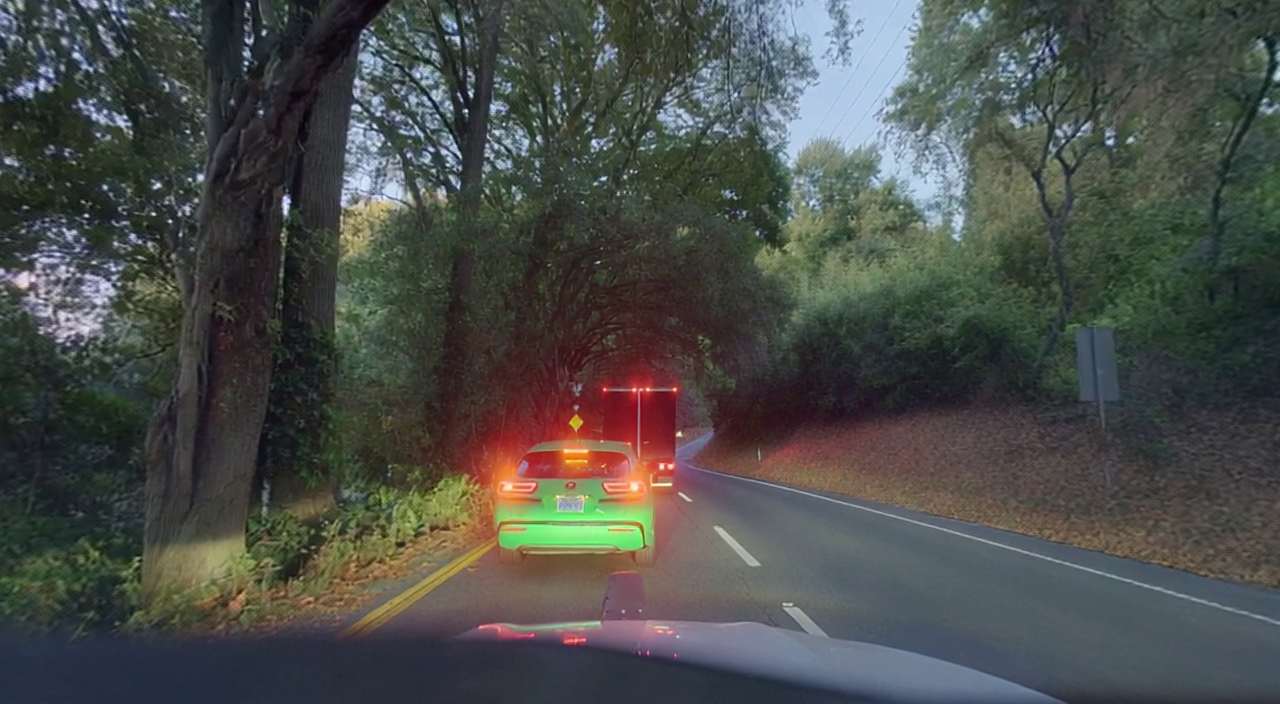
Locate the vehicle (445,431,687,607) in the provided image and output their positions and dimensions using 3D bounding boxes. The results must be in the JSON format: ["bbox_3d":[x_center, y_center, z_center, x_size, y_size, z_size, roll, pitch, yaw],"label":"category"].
[{"bbox_3d":[-0.626,1.749,7.514,2.076,1.490,4.078,0,-9,0],"label":"vehicle"}]
